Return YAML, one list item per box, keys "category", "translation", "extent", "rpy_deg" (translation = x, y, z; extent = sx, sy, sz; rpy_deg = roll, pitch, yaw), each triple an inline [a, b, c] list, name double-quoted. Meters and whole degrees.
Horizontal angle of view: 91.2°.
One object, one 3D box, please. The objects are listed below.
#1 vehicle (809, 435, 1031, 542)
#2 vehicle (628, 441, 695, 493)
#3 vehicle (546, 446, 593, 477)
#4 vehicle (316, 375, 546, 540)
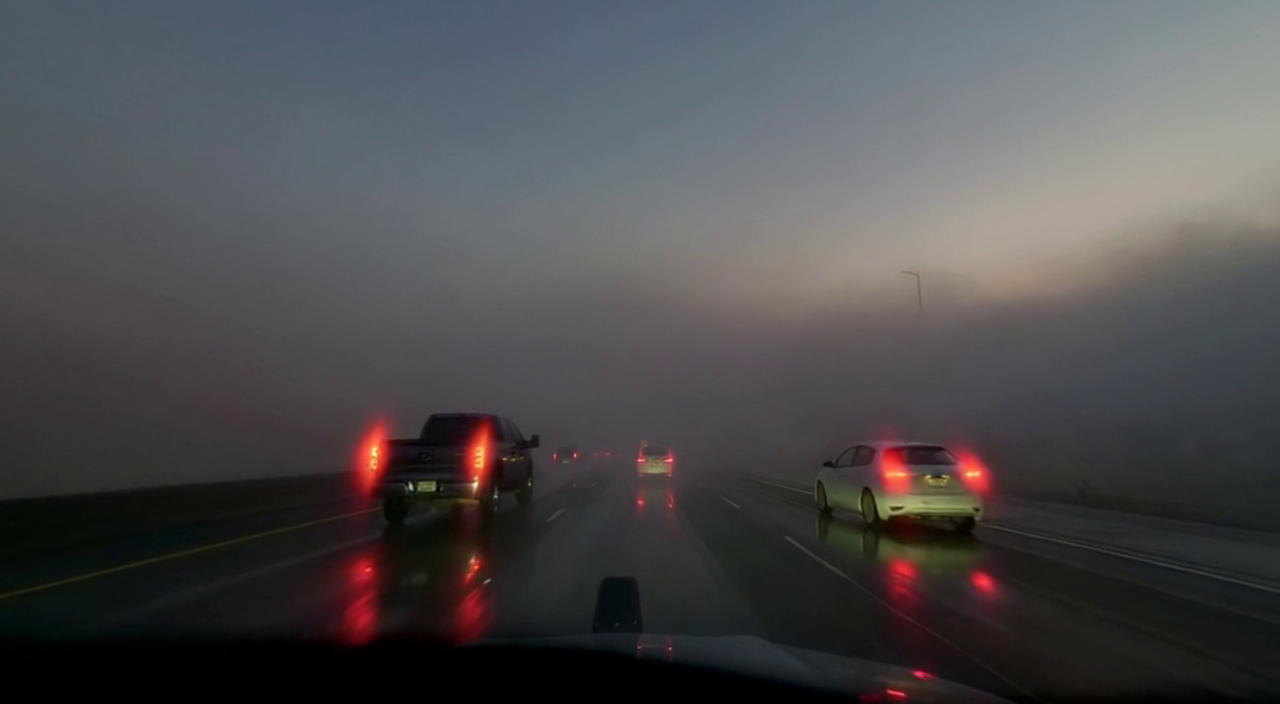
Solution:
- category: "vehicle"
  translation: [4.535, 2.263, 10.987]
  extent: [1.961, 1.491, 4.035]
  rpy_deg: [0, -9, -1]
- category: "vehicle"
  translation: [0.636, 3.822, 21.159]
  extent: [2.015, 1.526, 4.286]
  rpy_deg: [0, -9, -1]
- category: "vehicle"
  translation: [-3.595, 5.640, 32.553]
  extent: [1.940, 1.502, 4.463]
  rpy_deg: [0, -9, 0]
- category: "vehicle"
  translation: [-3.586, 2.038, 12.481]
  extent: [2.523, 2.458, 6.022]
  rpy_deg: [0, -9, 0]
